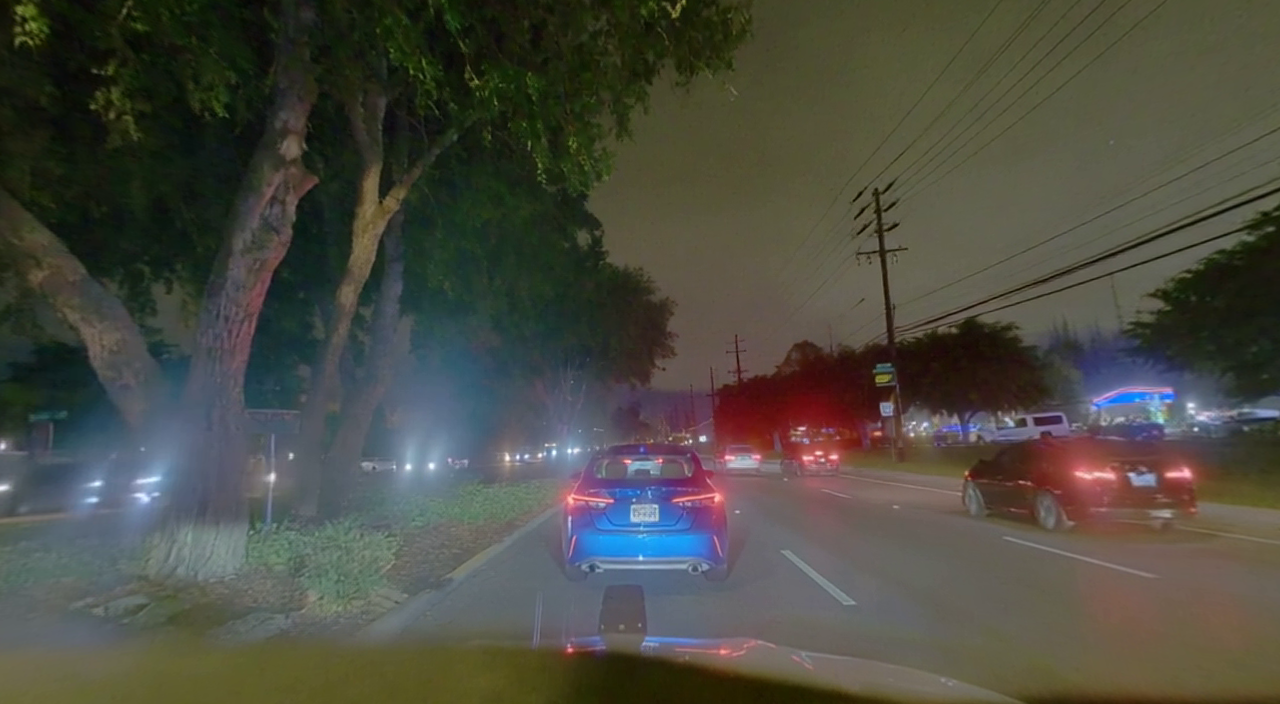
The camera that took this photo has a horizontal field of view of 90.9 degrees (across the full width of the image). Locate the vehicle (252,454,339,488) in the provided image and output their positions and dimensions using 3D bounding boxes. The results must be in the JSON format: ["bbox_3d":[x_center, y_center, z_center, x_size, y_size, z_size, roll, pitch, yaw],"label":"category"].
[{"bbox_3d":[-16.694,5.754,30.854,1.856,1.452,4.530,0,-8,-3],"label":"vehicle"}]

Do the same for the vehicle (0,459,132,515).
[{"bbox_3d":[-19.334,4.307,20.518,1.853,1.489,4.449,0,-8,0],"label":"vehicle"}]

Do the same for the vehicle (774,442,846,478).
[{"bbox_3d":[7.496,4.791,28.280,1.899,1.458,4.499,0,-8,0],"label":"vehicle"}]

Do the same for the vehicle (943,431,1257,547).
[{"bbox_3d":[7.046,2.102,10.448,1.850,1.480,4.474,0,-8,0],"label":"vehicle"}]

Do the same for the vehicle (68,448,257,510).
[{"bbox_3d":[-14.992,3.978,20.302,2.291,1.682,4.835,0,-8,0],"label":"vehicle"}]

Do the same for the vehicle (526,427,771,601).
[{"bbox_3d":[0.069,1.694,7.476,2.108,1.479,3.935,0,-8,0],"label":"vehicle"}]

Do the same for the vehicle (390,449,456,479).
[{"bbox_3d":[-11.835,6.125,34.716,1.988,1.486,4.586,0,-8,1],"label":"vehicle"}]
